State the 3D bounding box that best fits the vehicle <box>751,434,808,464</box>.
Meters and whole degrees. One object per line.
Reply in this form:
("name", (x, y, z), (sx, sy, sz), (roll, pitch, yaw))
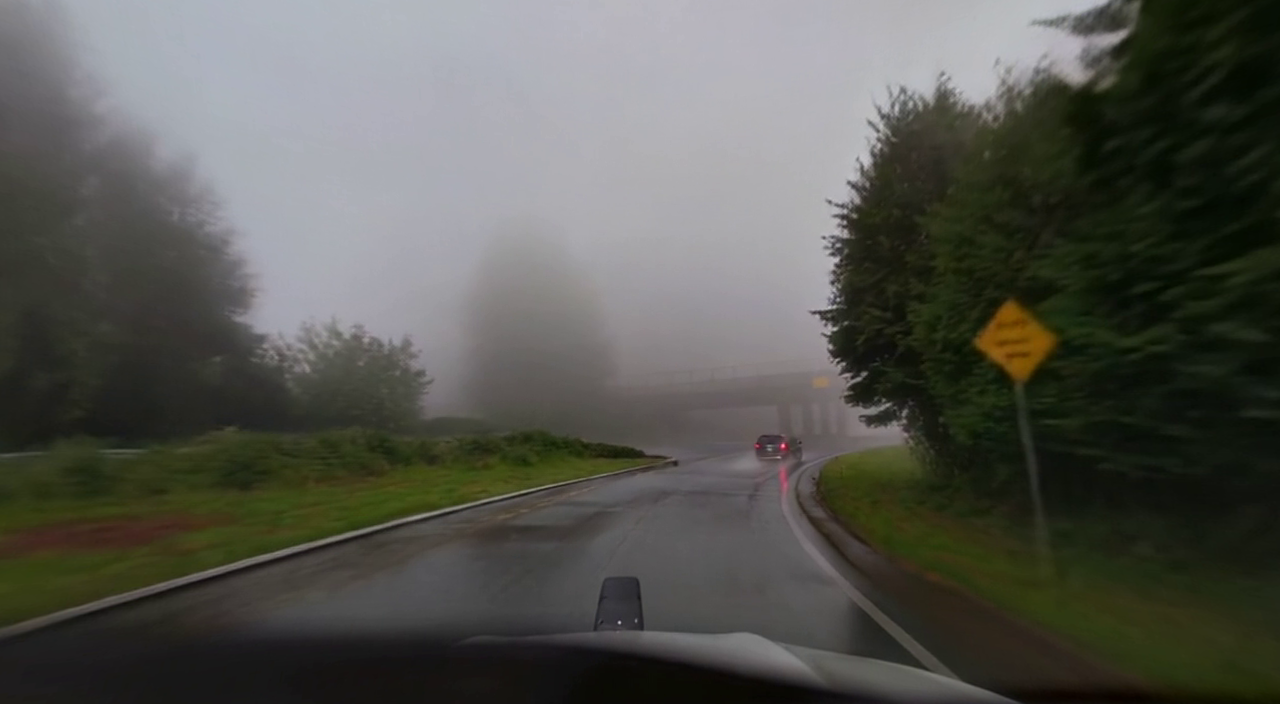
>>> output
("vehicle", (7.259, 5.033, 32.569), (1.980, 1.449, 3.650), (-5, -10, 26))
